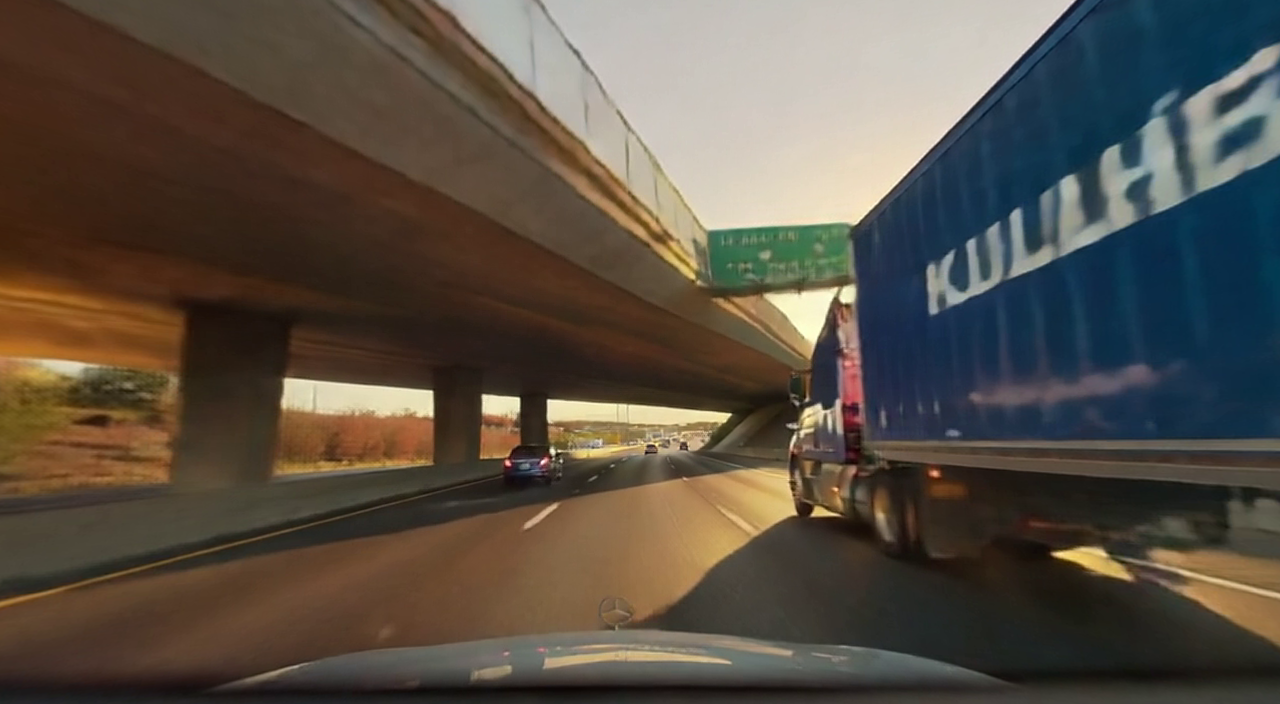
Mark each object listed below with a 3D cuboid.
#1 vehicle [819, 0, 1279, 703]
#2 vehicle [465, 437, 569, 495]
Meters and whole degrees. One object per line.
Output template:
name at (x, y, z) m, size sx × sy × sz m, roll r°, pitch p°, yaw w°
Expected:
vehicle at (3.826, -0.251, 1.359) m, size 3.306 × 3.531 × 11.717 m, roll 0°, pitch -8°, yaw -1°
vehicle at (-3.612, 3.433, 19.437) m, size 2.276 × 1.551 × 4.484 m, roll 0°, pitch -8°, yaw 0°
